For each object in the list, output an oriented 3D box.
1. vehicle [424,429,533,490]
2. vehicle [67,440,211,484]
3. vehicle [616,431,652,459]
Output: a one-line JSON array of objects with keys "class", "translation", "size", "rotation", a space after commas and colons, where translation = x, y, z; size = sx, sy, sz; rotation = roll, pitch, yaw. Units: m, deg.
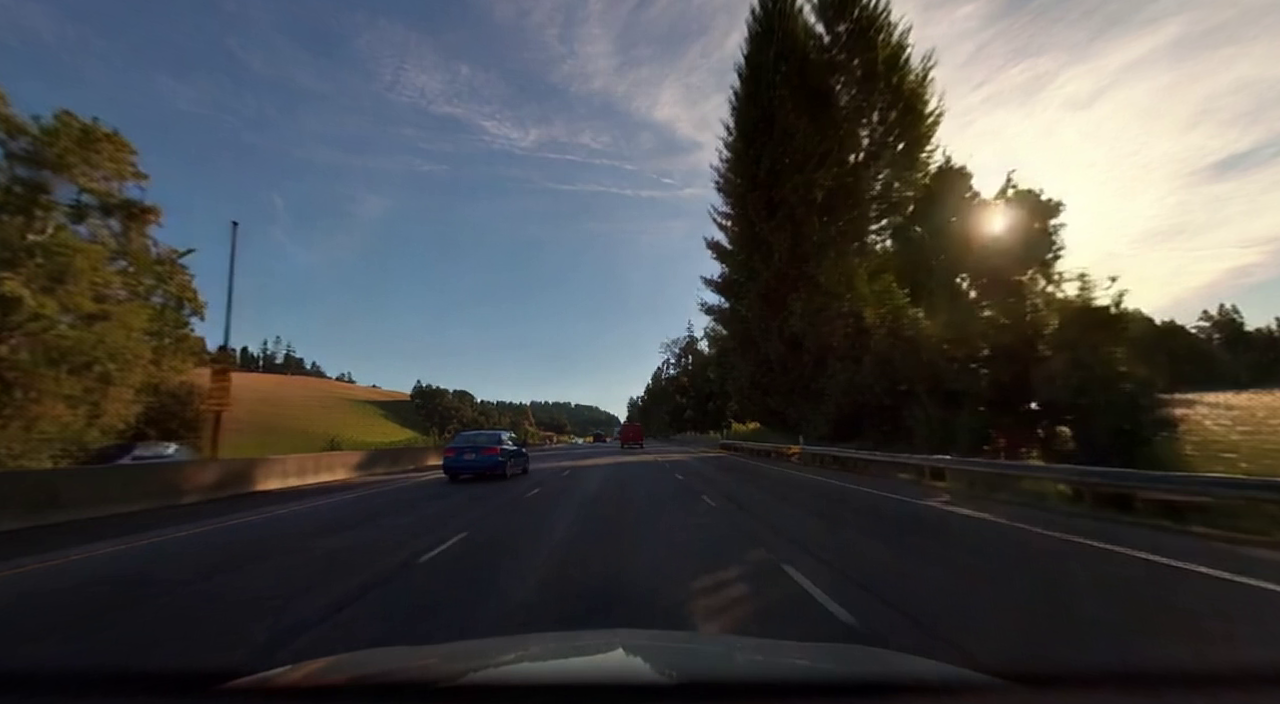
[{"class": "vehicle", "translation": [-4.328, 2.915, 17.563], "size": [1.931, 1.483, 4.105], "rotation": [0, -8, 0]}, {"class": "vehicle", "translation": [-19.548, 4.281, 24.890], "size": [1.975, 1.534, 4.443], "rotation": [0, -8, 1]}, {"class": "vehicle", "translation": [-0.386, 5.780, 39.385], "size": [2.162, 1.616, 4.242], "rotation": [0, -8, -1]}]
